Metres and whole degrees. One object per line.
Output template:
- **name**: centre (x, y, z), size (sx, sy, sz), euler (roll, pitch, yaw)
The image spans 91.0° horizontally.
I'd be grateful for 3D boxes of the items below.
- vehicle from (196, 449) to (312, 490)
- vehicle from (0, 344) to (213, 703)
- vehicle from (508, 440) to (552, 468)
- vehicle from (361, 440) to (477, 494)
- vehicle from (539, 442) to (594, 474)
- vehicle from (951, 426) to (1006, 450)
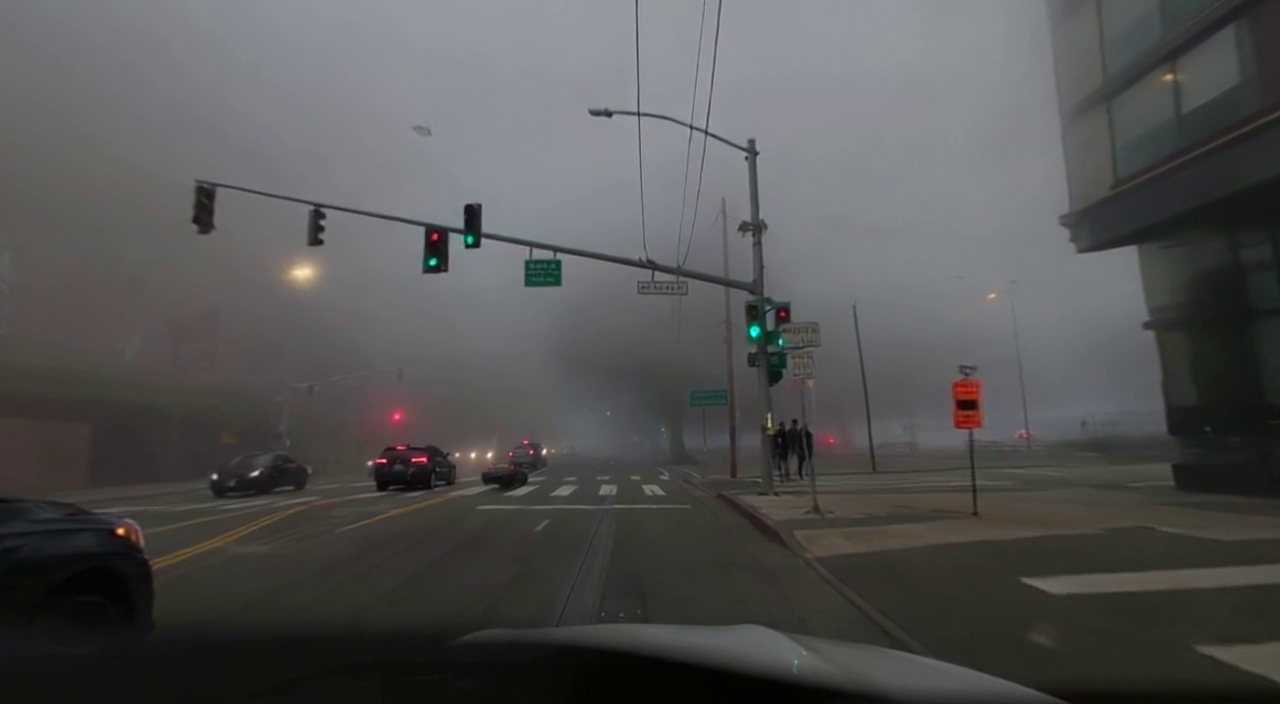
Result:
- **vehicle**: centre (-16.004, 4.854, 26.459), size (2.000, 1.527, 4.786), euler (0, -9, -2)
- **vehicle**: centre (-3.392, 0.637, 1.147), size (2.042, 1.673, 4.516), euler (0, -9, 0)
- **vehicle**: centre (-6.864, 6.420, 39.675), size (2.012, 1.664, 3.917), euler (0, -9, 1)
- **vehicle**: centre (-6.672, 3.505, 19.638), size (1.960, 1.479, 4.654), euler (0, -9, 0)
- **vehicle**: centre (-3.596, 5.279, 31.660), size (2.147, 1.472, 4.406), euler (0, -9, 1)
- **vehicle**: centre (24.549, 6.252, 45.776), size (1.690, 1.559, 3.521), euler (4, -8, -10)
